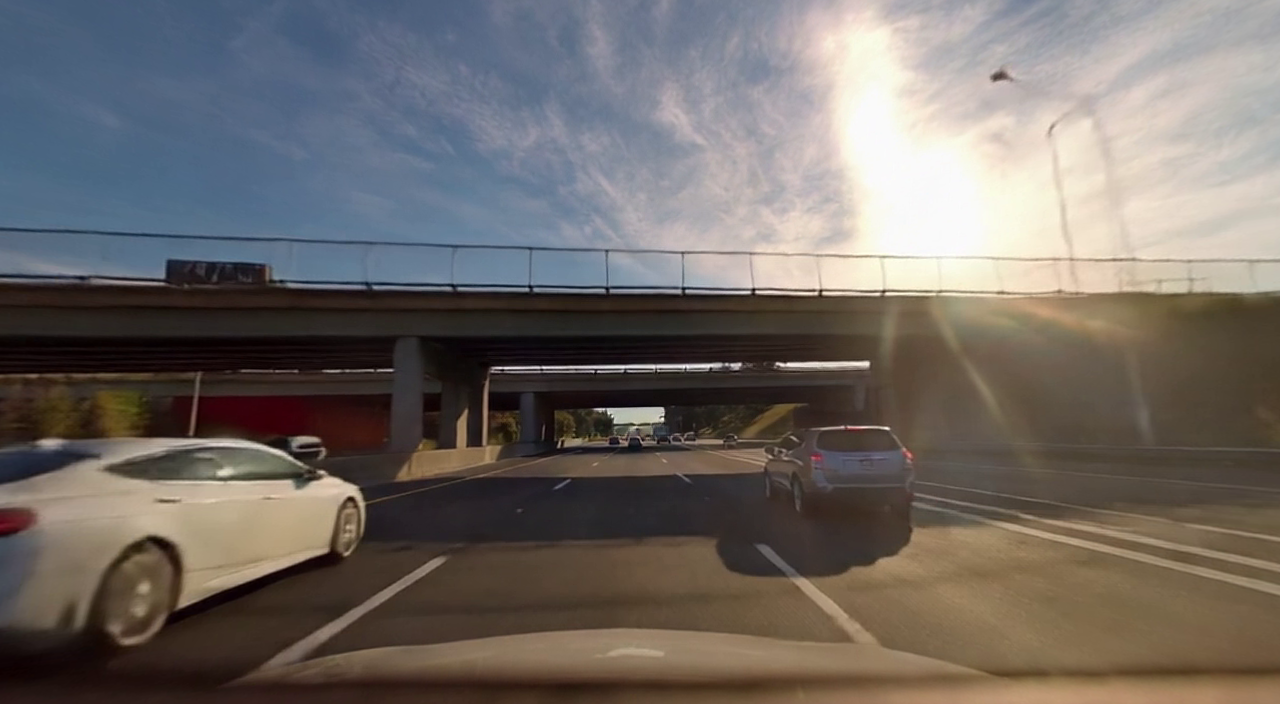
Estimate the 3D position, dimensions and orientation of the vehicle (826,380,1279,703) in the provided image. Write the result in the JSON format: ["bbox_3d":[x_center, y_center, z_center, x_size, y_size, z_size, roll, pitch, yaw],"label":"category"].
[{"bbox_3d":[3.427,1.265,5.056,2.240,1.646,4.949,0,-8,-1],"label":"vehicle"}]

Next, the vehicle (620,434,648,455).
[{"bbox_3d":[-0.435,7.247,49.452,2.103,1.512,4.155,0,-8,-1],"label":"vehicle"}]

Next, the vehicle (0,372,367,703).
[{"bbox_3d":[-3.519,1.019,3.402,1.993,1.629,4.674,0,-8,0],"label":"vehicle"}]
